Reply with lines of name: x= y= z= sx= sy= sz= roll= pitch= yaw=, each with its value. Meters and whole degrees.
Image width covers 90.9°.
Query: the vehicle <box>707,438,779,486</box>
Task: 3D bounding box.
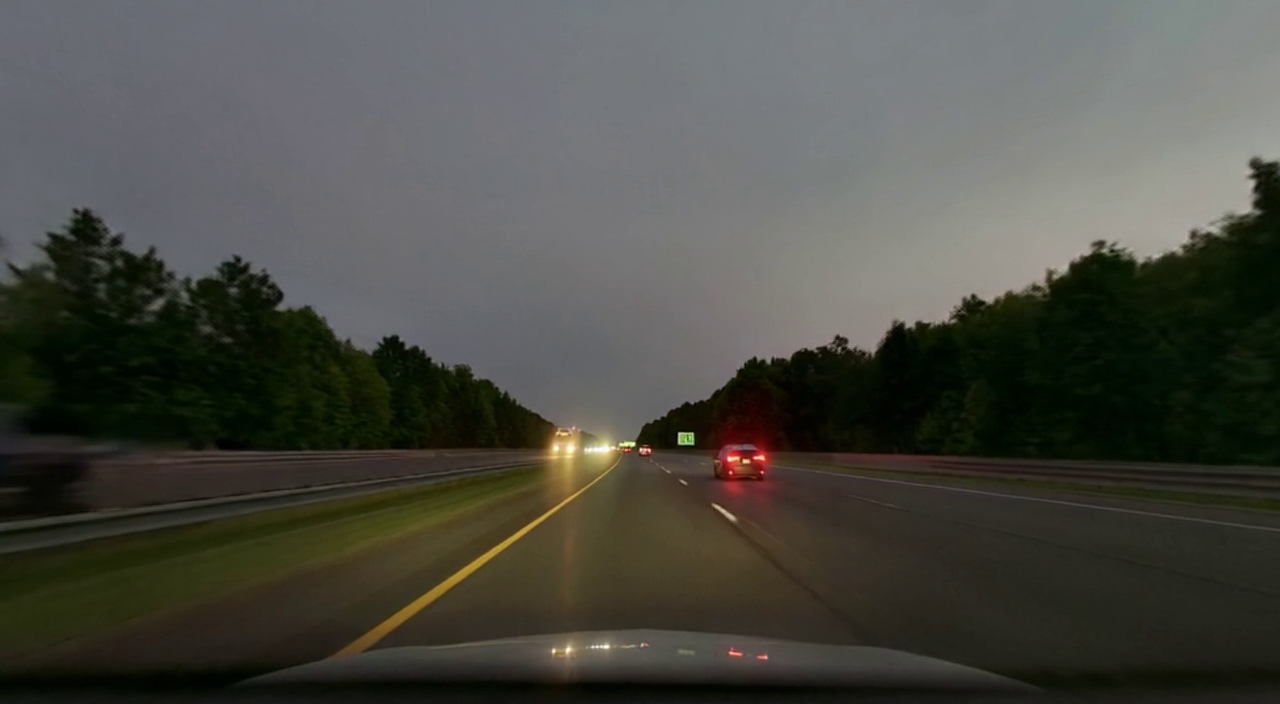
vehicle: x=3.870 y=4.218 z=24.389 sx=1.933 sy=1.663 sz=4.440 roll=0 pitch=-9 yaw=-1
